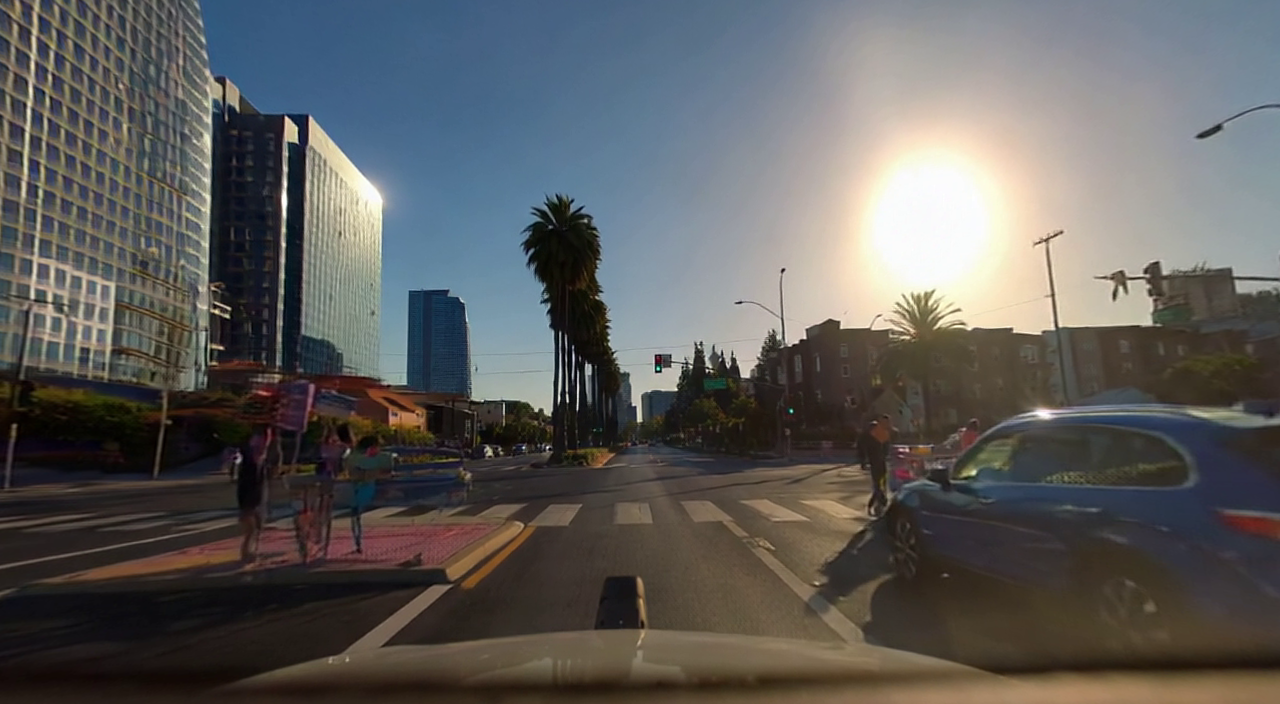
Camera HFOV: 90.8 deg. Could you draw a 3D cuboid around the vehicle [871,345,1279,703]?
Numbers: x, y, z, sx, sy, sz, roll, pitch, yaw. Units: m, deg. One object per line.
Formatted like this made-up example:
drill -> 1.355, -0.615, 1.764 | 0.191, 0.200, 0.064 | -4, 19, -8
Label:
vehicle -> 3.348, 1.060, 4.070 | 2.060, 1.631, 4.169 | 0, -9, -1
